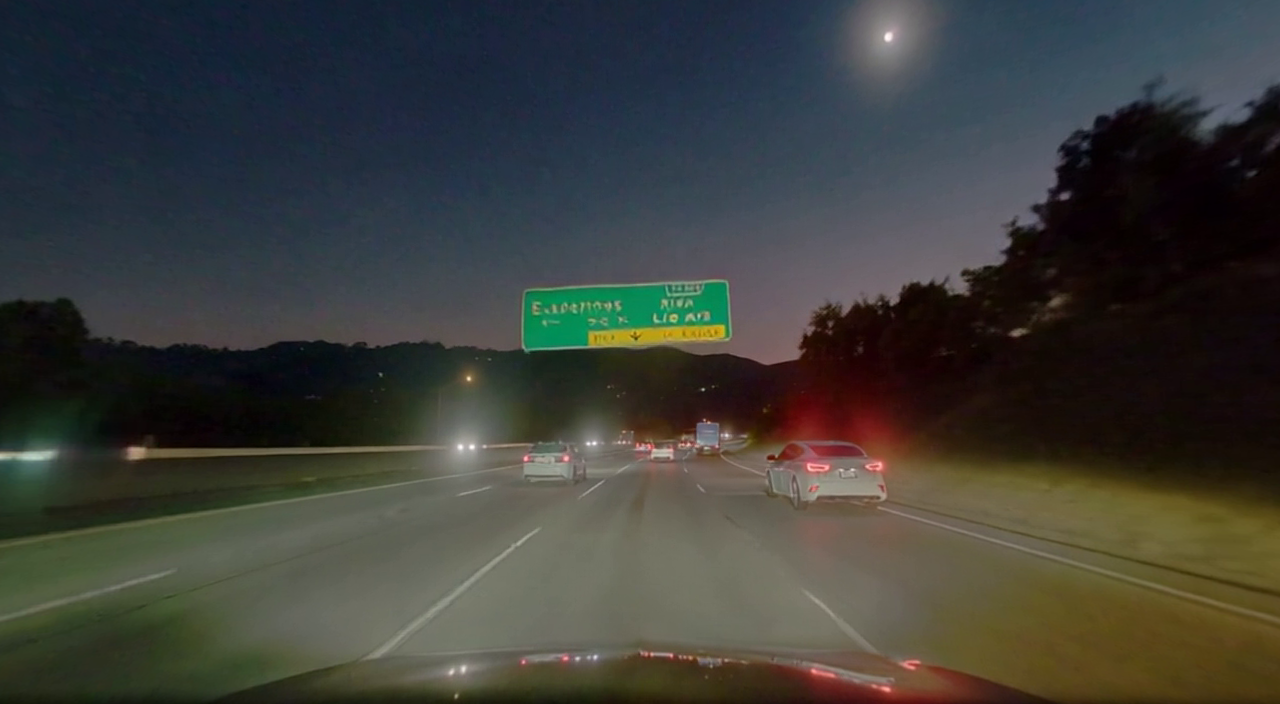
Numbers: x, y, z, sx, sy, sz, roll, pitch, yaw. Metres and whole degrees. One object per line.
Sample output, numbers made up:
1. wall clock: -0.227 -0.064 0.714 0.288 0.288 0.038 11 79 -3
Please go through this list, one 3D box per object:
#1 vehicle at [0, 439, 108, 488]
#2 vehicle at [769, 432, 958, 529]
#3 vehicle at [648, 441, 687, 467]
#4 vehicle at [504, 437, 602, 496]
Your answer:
1. vehicle: -23.175 4.171 23.933 1.939 1.706 4.486 0 -8 2
2. vehicle: 3.953 2.336 12.082 2.013 1.464 4.317 1 -8 0
3. vehicle: 1.628 6.047 37.628 2.202 1.467 3.929 -1 -8 3
4. vehicle: -2.375 3.294 18.618 2.031 1.491 4.792 -1 -8 3
